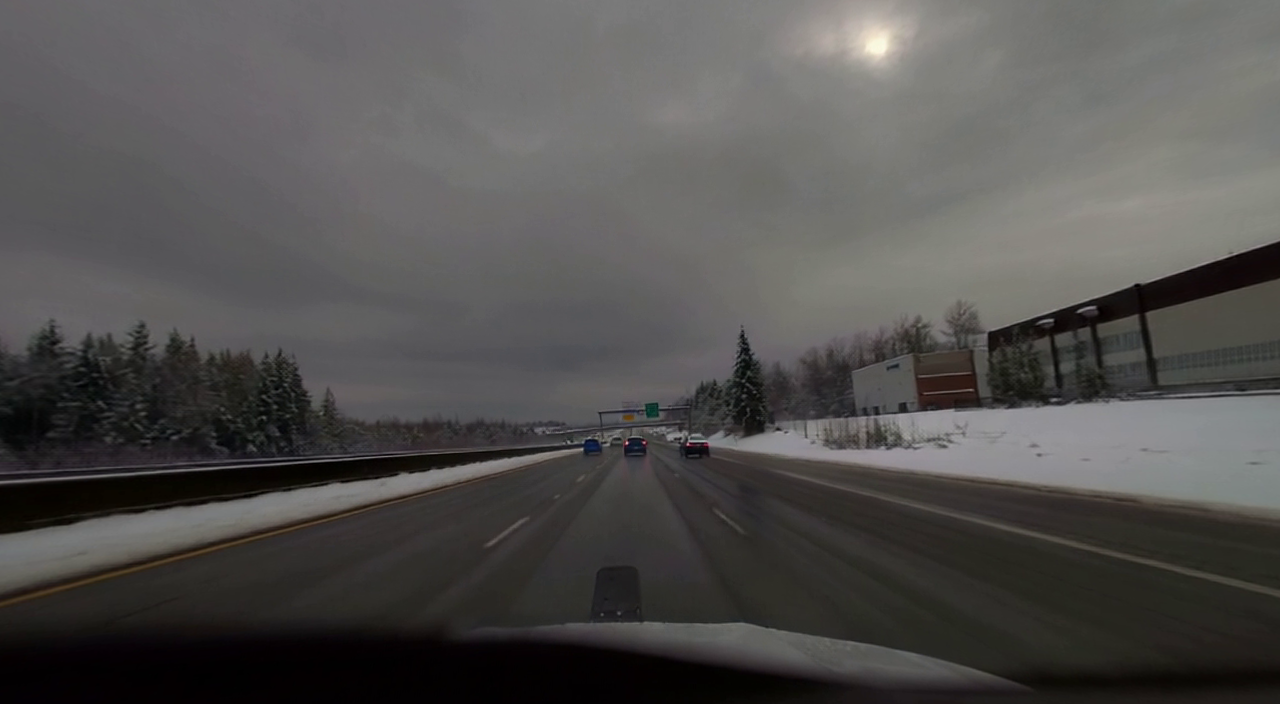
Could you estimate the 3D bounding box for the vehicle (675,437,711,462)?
[{"bbox_3d":[3.467,6.393,41.440,1.992,1.532,3.996,0,-8,0],"label":"vehicle"}]
